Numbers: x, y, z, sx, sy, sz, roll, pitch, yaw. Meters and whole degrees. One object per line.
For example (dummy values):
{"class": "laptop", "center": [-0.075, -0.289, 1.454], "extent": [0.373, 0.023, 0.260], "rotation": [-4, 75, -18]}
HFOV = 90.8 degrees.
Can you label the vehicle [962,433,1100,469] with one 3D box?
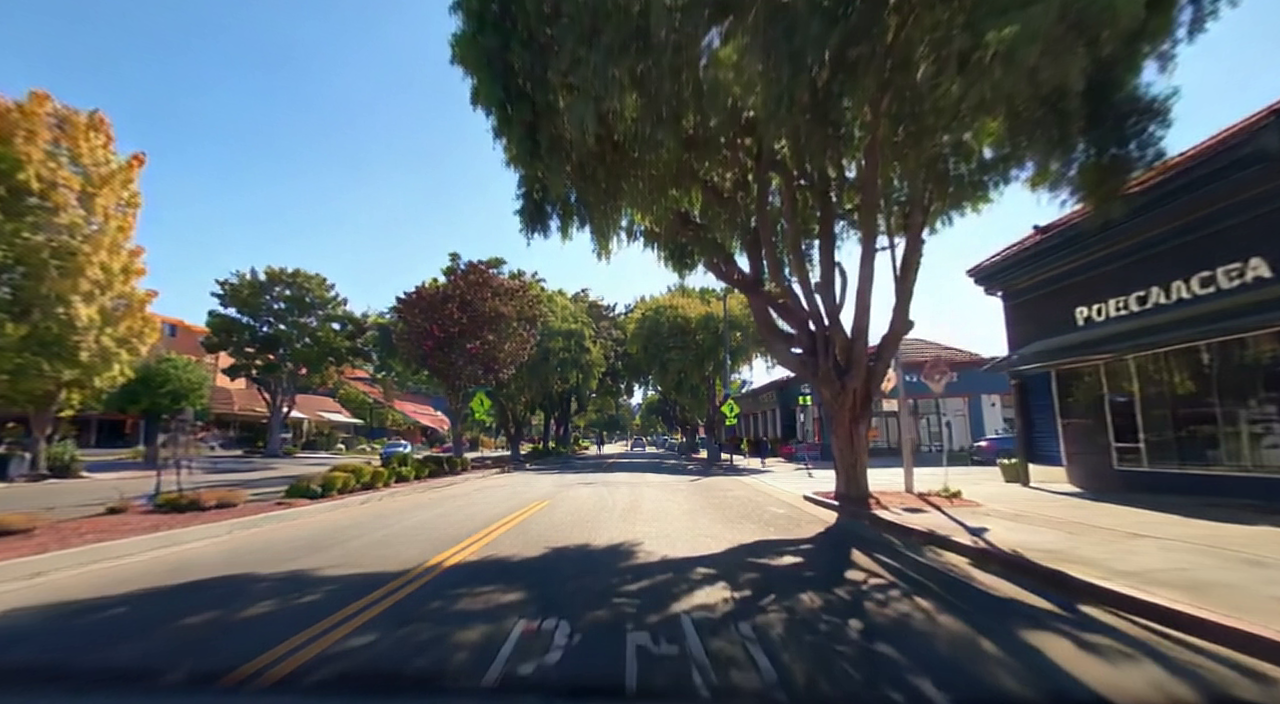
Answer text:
{"class": "vehicle", "center": [16.857, 4.260, 27.485], "extent": [4.563, 1.457, 2.139], "rotation": [-1, -7, 6]}
